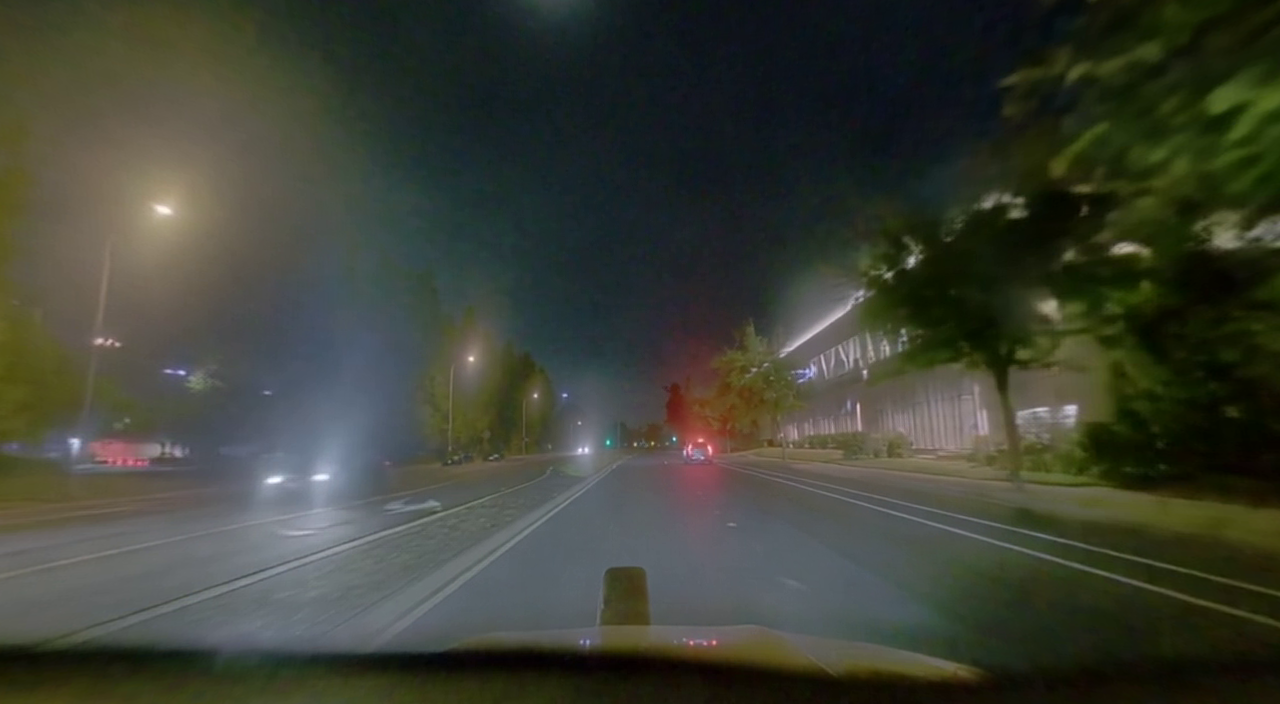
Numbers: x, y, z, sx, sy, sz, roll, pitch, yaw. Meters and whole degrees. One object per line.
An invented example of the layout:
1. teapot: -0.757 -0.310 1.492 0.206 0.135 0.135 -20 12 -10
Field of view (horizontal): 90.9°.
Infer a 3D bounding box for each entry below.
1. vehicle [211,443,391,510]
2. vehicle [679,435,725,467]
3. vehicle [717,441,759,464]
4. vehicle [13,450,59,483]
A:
1. vehicle: -8.624 3.163 16.601 2.283 1.509 4.272 0 -8 1
2. vehicle: 3.558 5.807 37.004 2.143 1.759 4.378 0 -8 -1
3. vehicle: 6.675 6.872 43.291 2.100 1.491 4.563 0 -8 0
4. vehicle: -43.734 8.213 45.560 2.110 2.194 4.475 8 -11 -44
